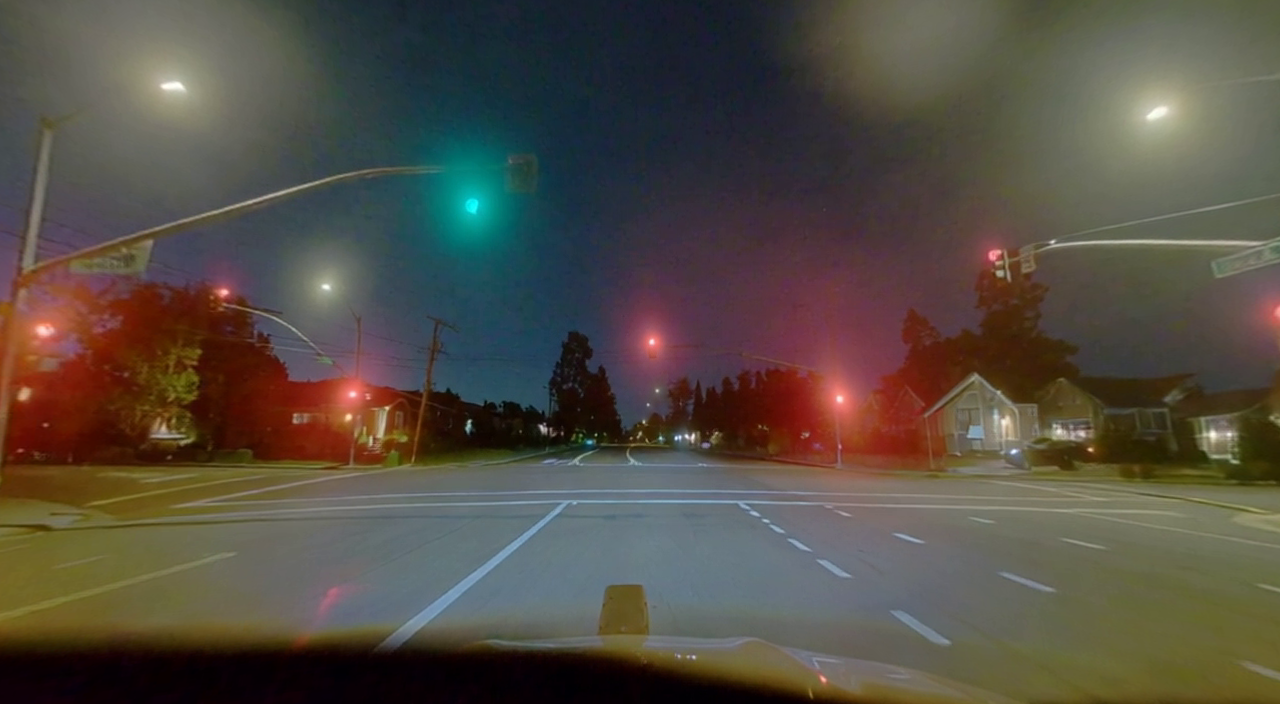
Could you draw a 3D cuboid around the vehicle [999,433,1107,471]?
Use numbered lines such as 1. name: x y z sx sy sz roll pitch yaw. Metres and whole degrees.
1. vehicle: 22.885 5.568 35.218 2.030 1.927 4.853 2 -9 -14
